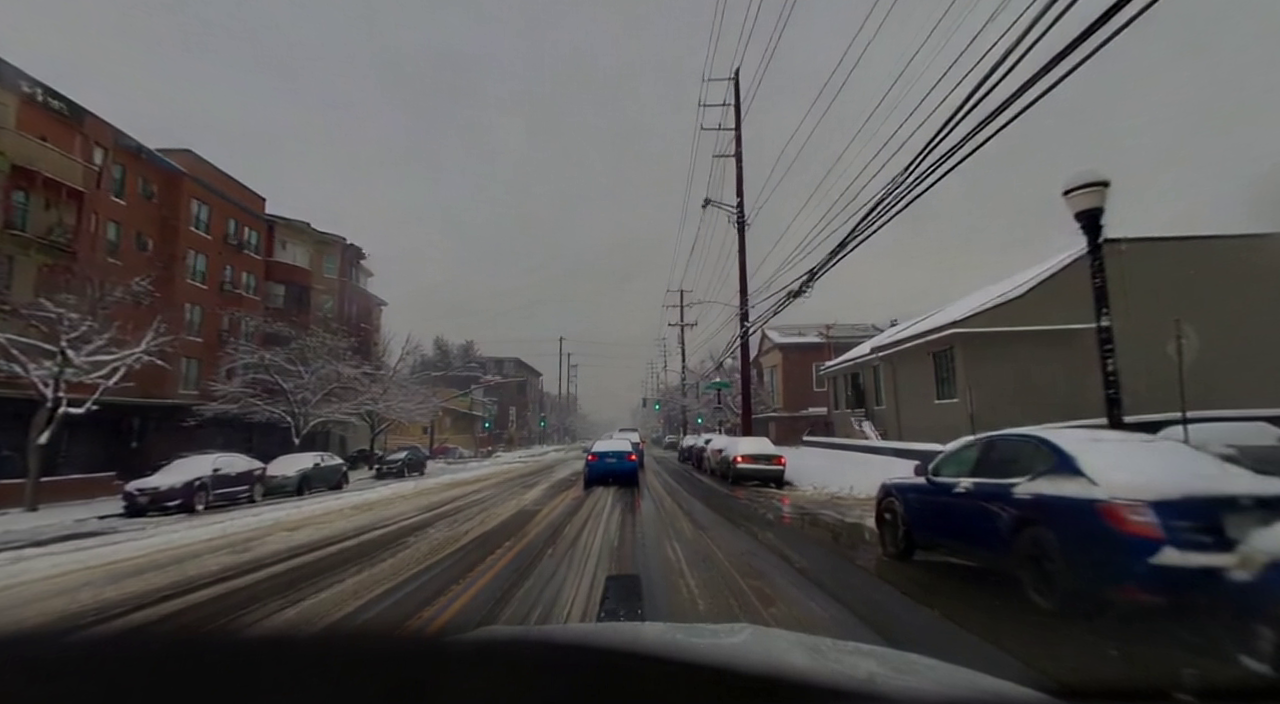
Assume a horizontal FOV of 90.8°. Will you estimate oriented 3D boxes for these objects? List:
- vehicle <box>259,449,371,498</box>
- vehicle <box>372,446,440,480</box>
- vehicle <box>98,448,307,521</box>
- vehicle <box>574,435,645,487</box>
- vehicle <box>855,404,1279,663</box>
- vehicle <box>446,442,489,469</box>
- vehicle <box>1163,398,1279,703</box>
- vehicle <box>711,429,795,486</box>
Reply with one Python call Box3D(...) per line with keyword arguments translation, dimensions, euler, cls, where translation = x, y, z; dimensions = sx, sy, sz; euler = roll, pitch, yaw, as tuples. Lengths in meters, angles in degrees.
Box3D(translation=(-12.025, 4.478, 23.801), dimensions=(1.850, 1.487, 4.711), euler=(-3, -8, -1), cls="vehicle")
Box3D(translation=(-12.057, 5.715, 32.830), dimensions=(1.868, 1.491, 4.367), euler=(-4, -8, 1), cls="vehicle")
Box3D(translation=(-11.993, 3.616, 17.969), dimensions=(2.242, 1.534, 5.414), euler=(-4, -8, -2), cls="vehicle")
Box3D(translation=(-0.869, 3.417, 20.264), dimensions=(2.019, 1.453, 4.603), euler=(0, -8, 0), cls="vehicle")
Box3D(translation=(4.064, 1.485, 6.400), dimensions=(1.938, 1.570, 4.872), euler=(1, -8, -2), cls="vehicle")
Box3D(translation=(-12.147, 7.301, 44.753), dimensions=(2.011, 1.687, 4.079), euler=(-2, -8, -2), cls="vehicle")
Box3D(translation=(3.970, 0.783, 1.374), dimensions=(1.941, 1.575, 4.315), euler=(0, -8, 0), cls="vehicle")
Box3D(translation=(3.705, 3.533, 21.476), dimensions=(1.967, 1.721, 4.410), euler=(0, -8, -1), cls="vehicle")
